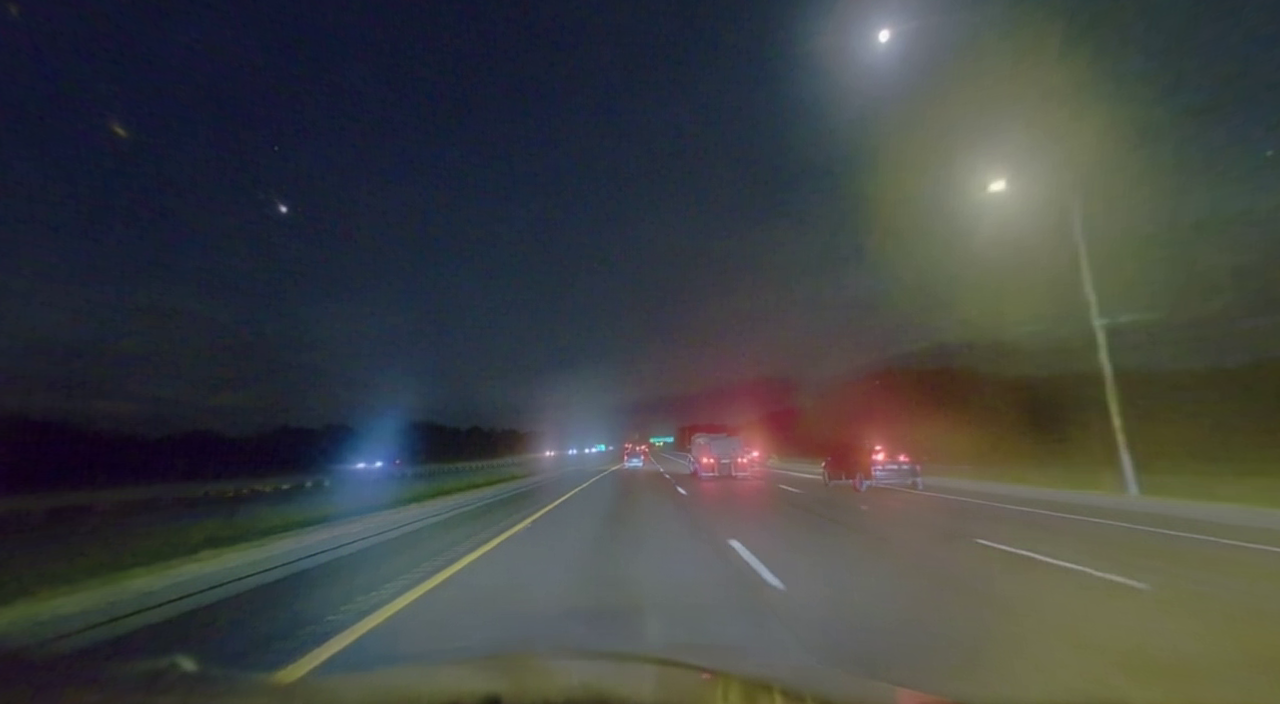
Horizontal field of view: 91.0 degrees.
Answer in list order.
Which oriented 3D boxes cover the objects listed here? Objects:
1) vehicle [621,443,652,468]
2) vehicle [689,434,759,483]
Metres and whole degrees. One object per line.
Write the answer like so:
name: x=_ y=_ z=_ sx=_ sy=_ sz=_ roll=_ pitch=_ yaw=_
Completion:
vehicle: x=-0.227 y=7.390 z=44.943 sx=2.142 sy=1.664 sz=4.076 roll=0 pitch=-9 yaw=0
vehicle: x=3.391 y=4.428 z=26.469 sx=2.269 sy=1.839 sz=4.554 roll=0 pitch=-9 yaw=-1
